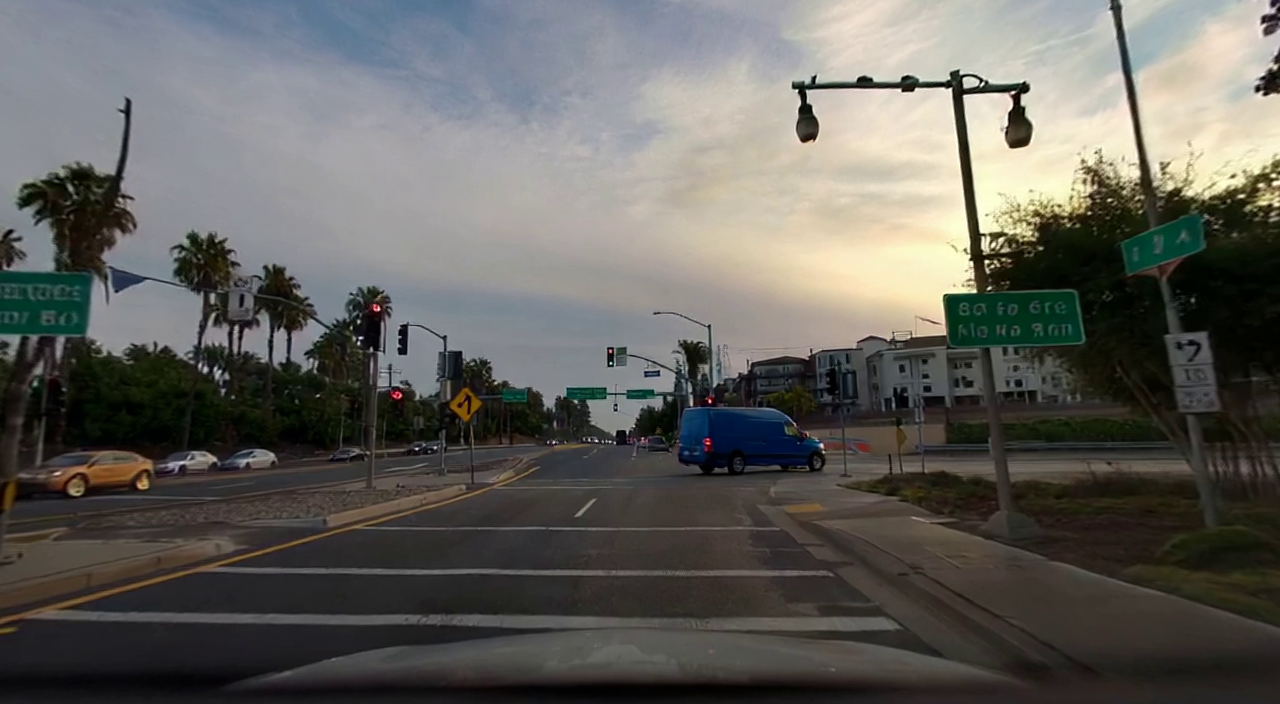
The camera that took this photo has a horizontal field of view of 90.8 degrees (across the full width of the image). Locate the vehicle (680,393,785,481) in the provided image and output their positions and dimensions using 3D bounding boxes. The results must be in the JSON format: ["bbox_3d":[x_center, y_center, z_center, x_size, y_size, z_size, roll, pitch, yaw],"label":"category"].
[{"bbox_3d":[3.662,3.307,24.416,2.606,3.020,4.180,-5,-10,30],"label":"vehicle"}]

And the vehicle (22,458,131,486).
[{"bbox_3d":[-32.605,6.956,36.650,4.283,1.497,1.964,0,-8,-2],"label":"vehicle"}]

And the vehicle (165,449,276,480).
[{"bbox_3d":[-24.635,6.597,37.221,4.925,1.634,2.219,1,-8,3],"label":"vehicle"}]
